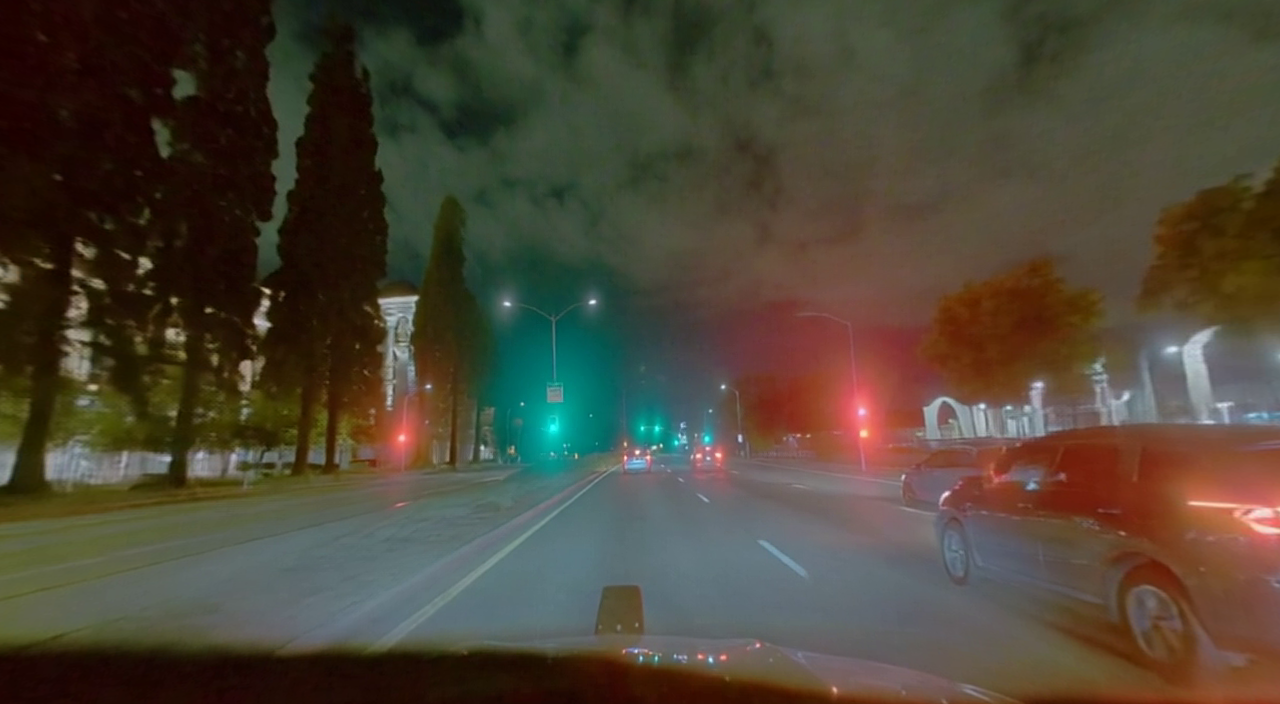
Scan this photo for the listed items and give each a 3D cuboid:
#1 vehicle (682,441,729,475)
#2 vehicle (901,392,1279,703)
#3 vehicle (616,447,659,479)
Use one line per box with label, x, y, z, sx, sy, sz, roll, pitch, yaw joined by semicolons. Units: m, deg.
vehicle;3.522;5.836;34.955;2.036;1.757;4.300;0;-9;-1
vehicle;3.656;1.210;4.445;1.937;1.538;3.832;-1;-9;-1
vehicle;-0.143;5.587;32.078;2.054;1.446;3.969;-1;-9;-1
